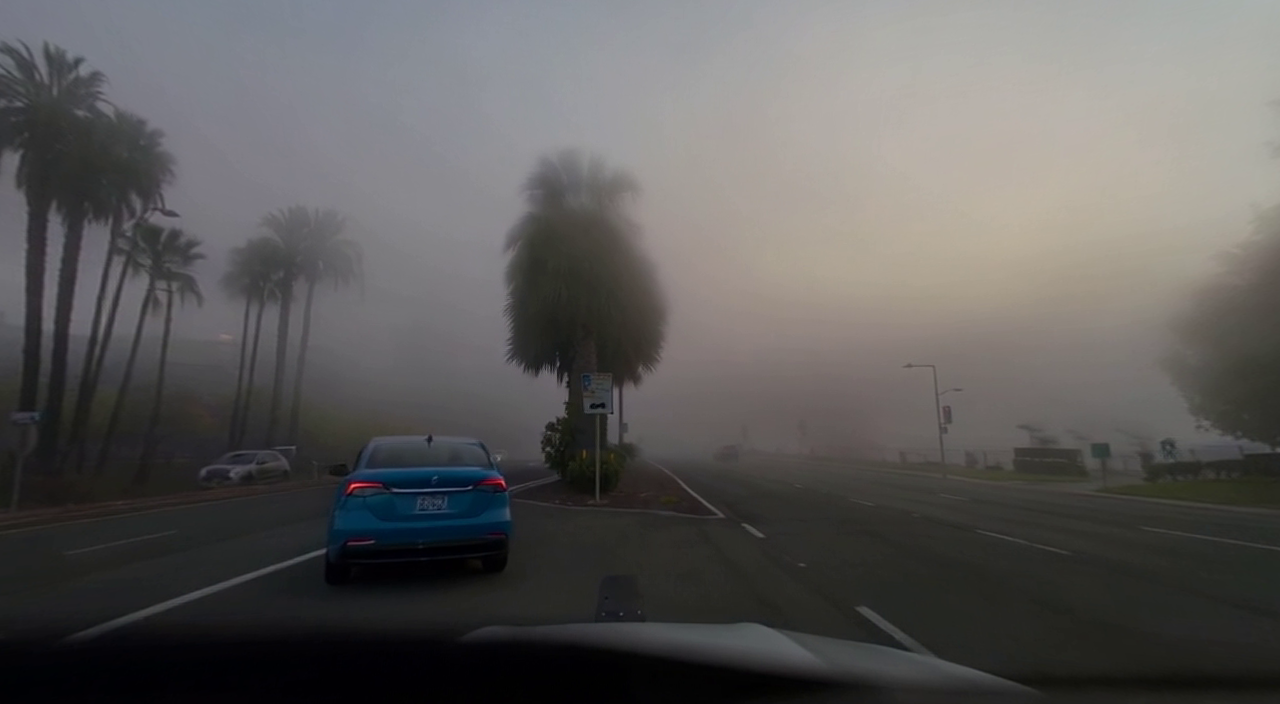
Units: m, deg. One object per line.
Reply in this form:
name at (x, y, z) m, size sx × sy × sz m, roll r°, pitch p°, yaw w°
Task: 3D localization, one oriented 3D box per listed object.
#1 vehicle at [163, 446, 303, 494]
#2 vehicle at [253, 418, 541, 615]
vehicle at (-13.876, 4.001, 21.964) m, size 2.099 × 1.464 × 4.615 m, roll 1°, pitch -8°, yaw -5°
vehicle at (-3.023, 1.590, 7.194) m, size 1.986 × 1.473 × 4.382 m, roll 6°, pitch -10°, yaw -34°
